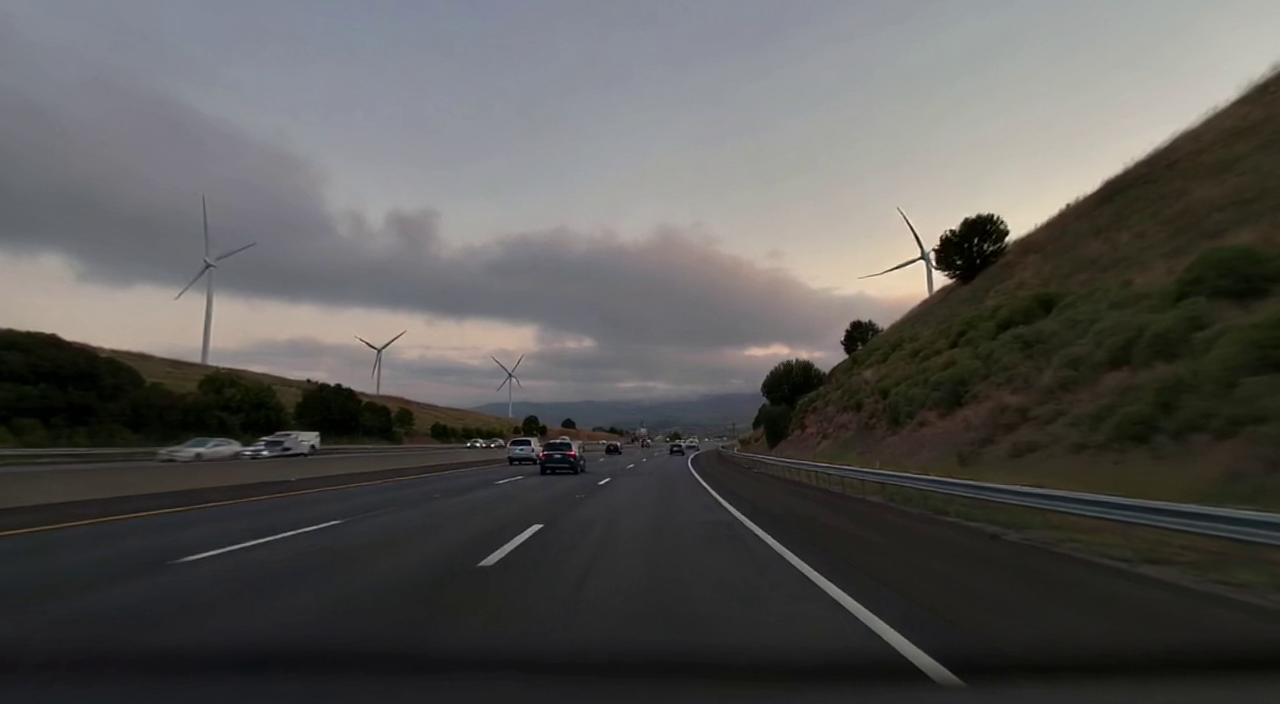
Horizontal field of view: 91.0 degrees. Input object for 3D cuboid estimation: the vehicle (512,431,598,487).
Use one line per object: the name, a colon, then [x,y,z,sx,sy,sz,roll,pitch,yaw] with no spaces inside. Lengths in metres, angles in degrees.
vehicle: [-2.741,3.597,21.461,2.118,1.702,4.355,0,-9,3]

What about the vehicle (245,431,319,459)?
vehicle: [-26.625,6.946,47.112,2.098,1.937,5.374,-1,-9,4]

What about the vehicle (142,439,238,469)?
vehicle: [-24.145,5.488,34.003,1.900,1.482,4.257,0,-9,3]
